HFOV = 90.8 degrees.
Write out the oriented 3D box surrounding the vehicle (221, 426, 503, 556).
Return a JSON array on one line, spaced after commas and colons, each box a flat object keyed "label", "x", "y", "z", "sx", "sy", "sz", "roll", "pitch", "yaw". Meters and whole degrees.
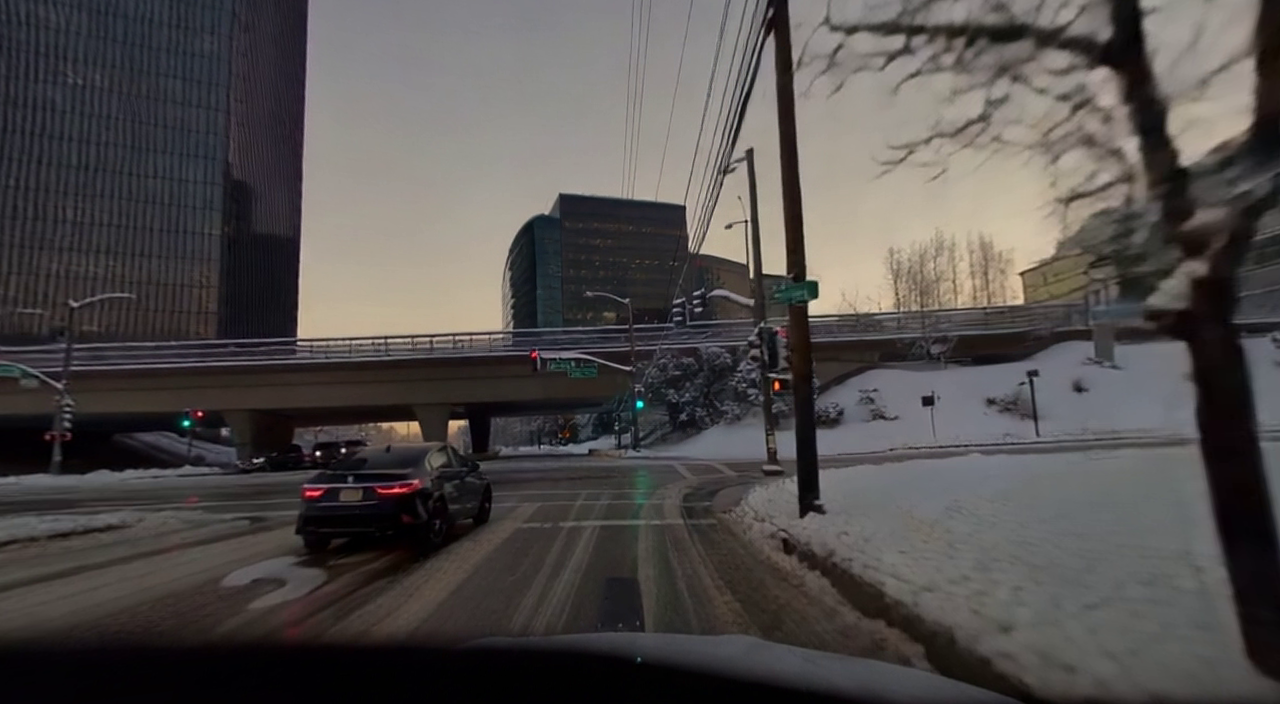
[{"label": "vehicle", "x": -3.669, "y": 1.906, "z": 9.515, "sx": 2.154, "sy": 1.465, "sz": 4.532, "roll": 0, "pitch": -8, "yaw": 0}]
